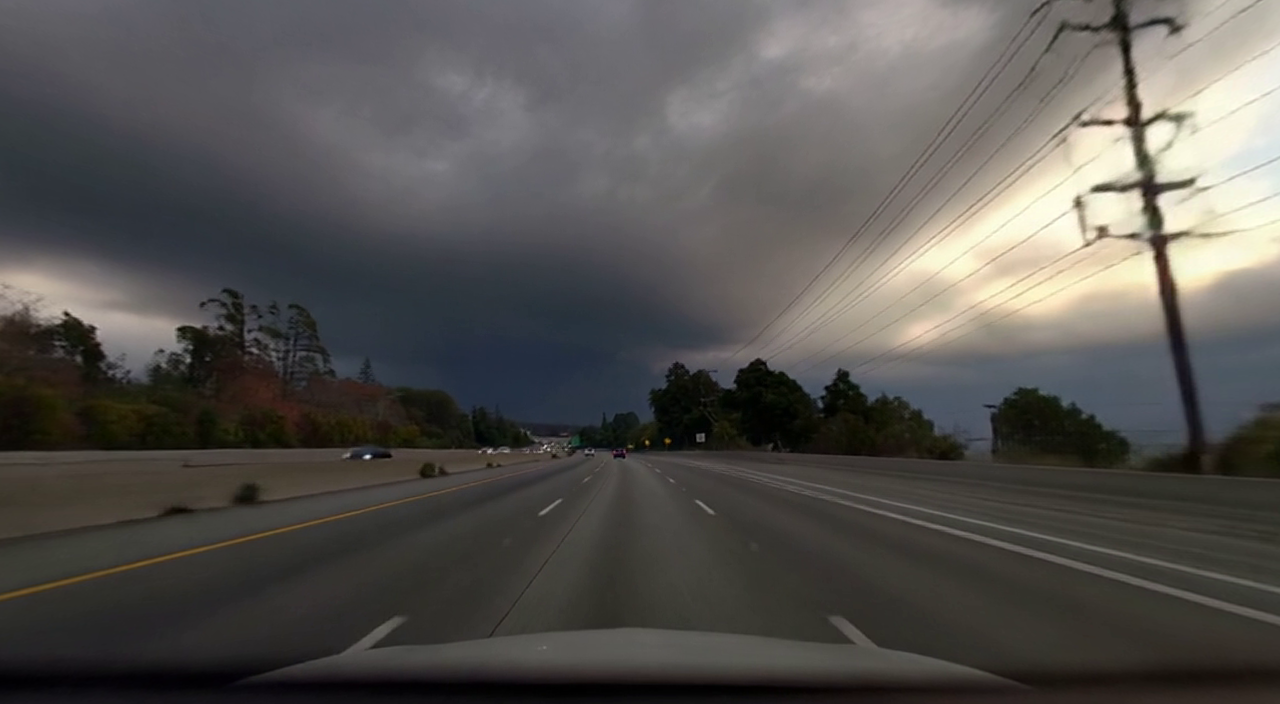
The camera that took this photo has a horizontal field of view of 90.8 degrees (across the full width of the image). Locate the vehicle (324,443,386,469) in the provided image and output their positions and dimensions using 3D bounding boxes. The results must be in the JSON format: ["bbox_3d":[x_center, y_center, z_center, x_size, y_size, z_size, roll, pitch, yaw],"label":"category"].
[{"bbox_3d":[-19.139,6.996,42.646,2.120,1.660,4.524,0,-9,-2],"label":"vehicle"}]
